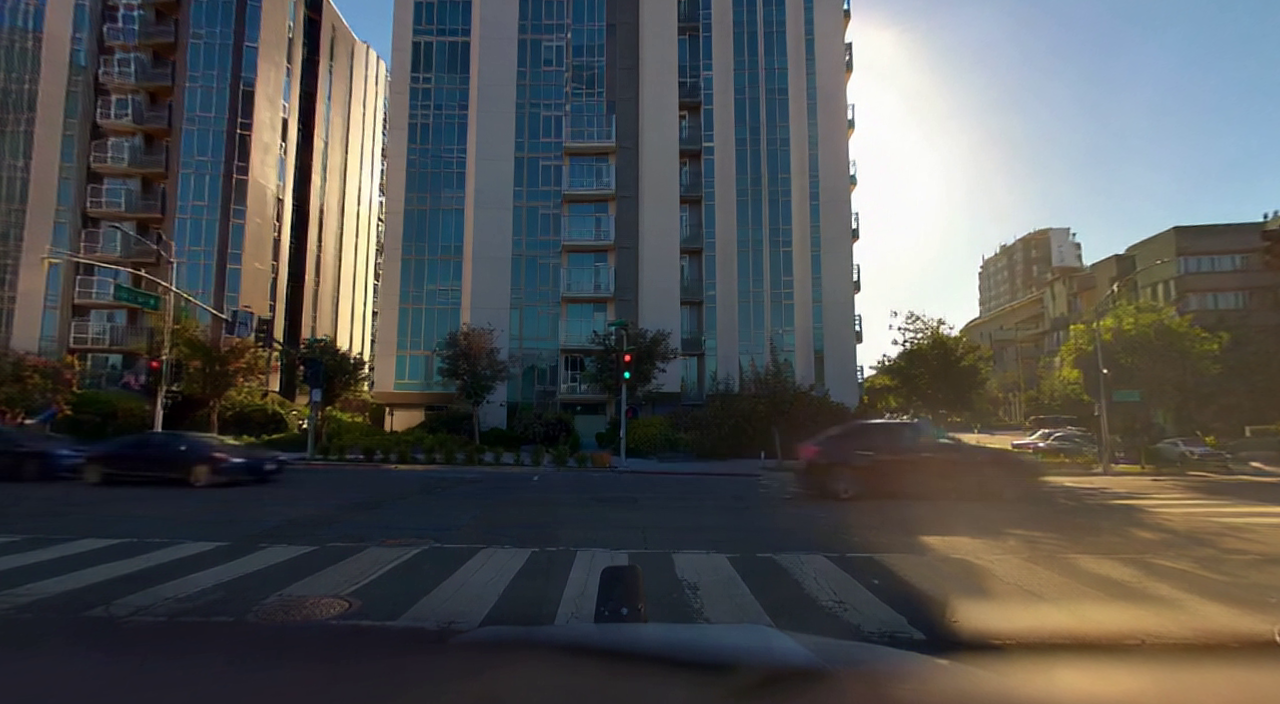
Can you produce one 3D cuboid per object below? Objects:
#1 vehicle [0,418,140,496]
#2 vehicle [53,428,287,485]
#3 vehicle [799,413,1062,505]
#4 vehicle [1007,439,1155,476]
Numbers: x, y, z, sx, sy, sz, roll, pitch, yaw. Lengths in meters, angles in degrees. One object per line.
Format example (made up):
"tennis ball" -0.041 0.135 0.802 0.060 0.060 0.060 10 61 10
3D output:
"vehicle" -14.410 2.279 13.815 5.203 1.566 1.977 0 -9 0
"vehicle" -12.525 2.813 17.077 4.747 1.434 1.960 0 -9 0
"vehicle" 6.162 2.328 13.886 4.724 1.834 2.068 0 -9 0
"vehicle" 18.566 4.461 26.692 4.823 1.458 1.914 0 -9 -1
